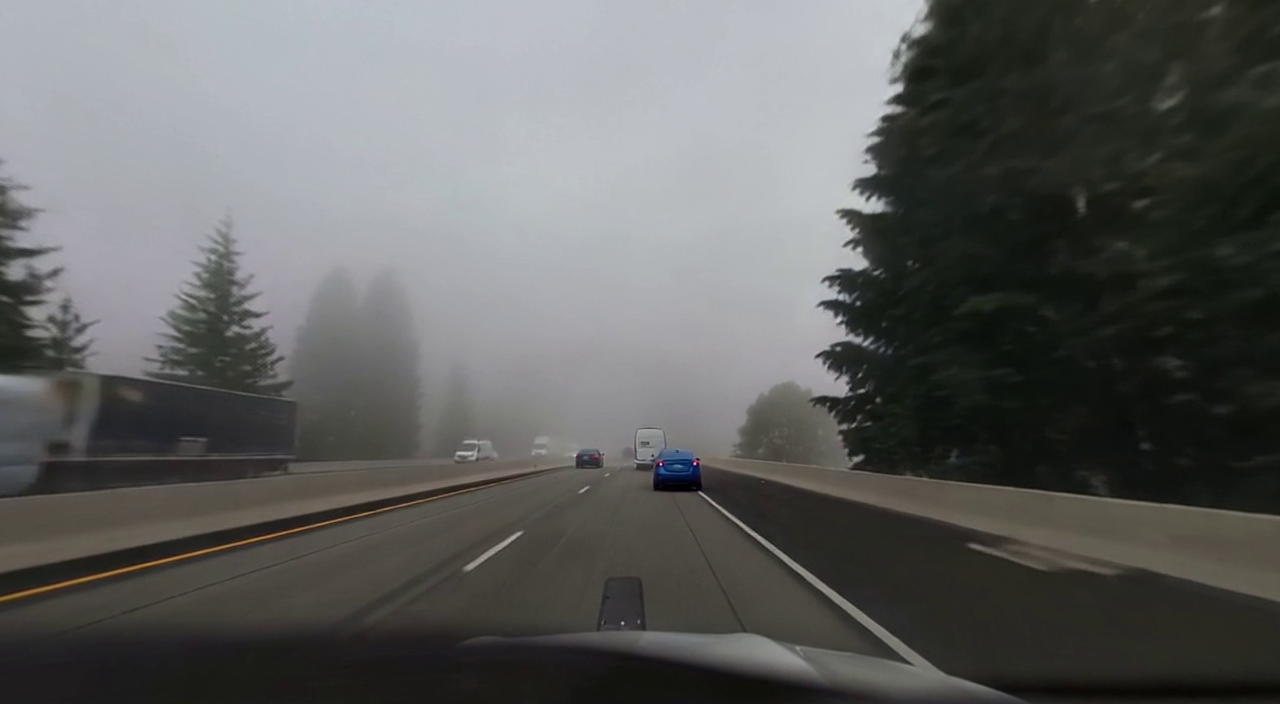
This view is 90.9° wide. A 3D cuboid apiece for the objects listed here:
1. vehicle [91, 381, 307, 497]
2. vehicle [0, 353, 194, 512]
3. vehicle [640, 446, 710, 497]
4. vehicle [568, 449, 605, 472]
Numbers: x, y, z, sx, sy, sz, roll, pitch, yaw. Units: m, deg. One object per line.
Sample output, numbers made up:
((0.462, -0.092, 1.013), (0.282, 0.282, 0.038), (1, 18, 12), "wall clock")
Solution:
((-17.568, 3.646, 26.138), (2.860, 4.038, 8.120), (0, -9, 0), "vehicle")
((-17.628, 2.190, 16.957), (3.035, 3.965, 10.967), (0, -9, 1), "vehicle")
((1.034, 3.792, 20.325), (2.012, 1.485, 3.649), (0, -9, 0), "vehicle")
((-3.701, 7.646, 44.737), (2.100, 1.514, 4.794), (0, -9, 1), "vehicle")
